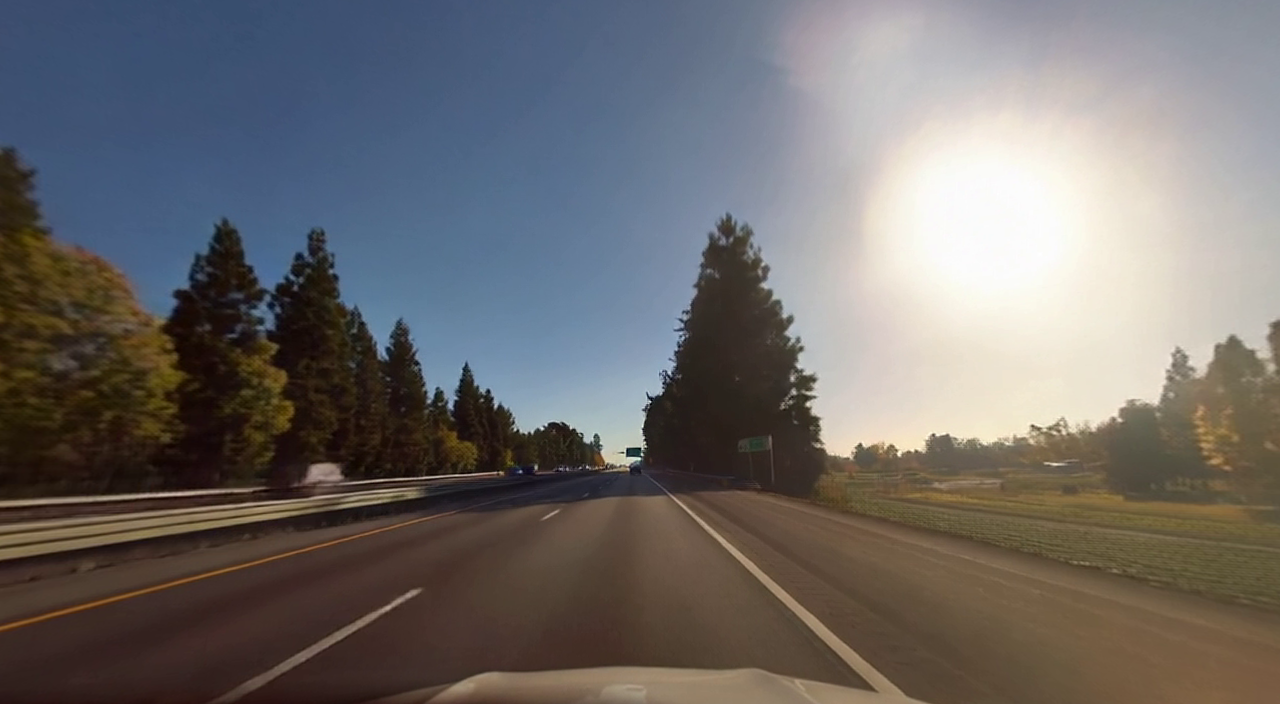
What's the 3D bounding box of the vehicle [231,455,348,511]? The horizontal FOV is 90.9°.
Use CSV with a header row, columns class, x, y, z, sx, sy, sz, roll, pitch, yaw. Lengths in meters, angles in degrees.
class,x,y,z,sx,sy,sz,roll,pitch,yaw
vehicle,-12.917,4.862,23.579,1.962,1.839,4.078,1,-11,0
